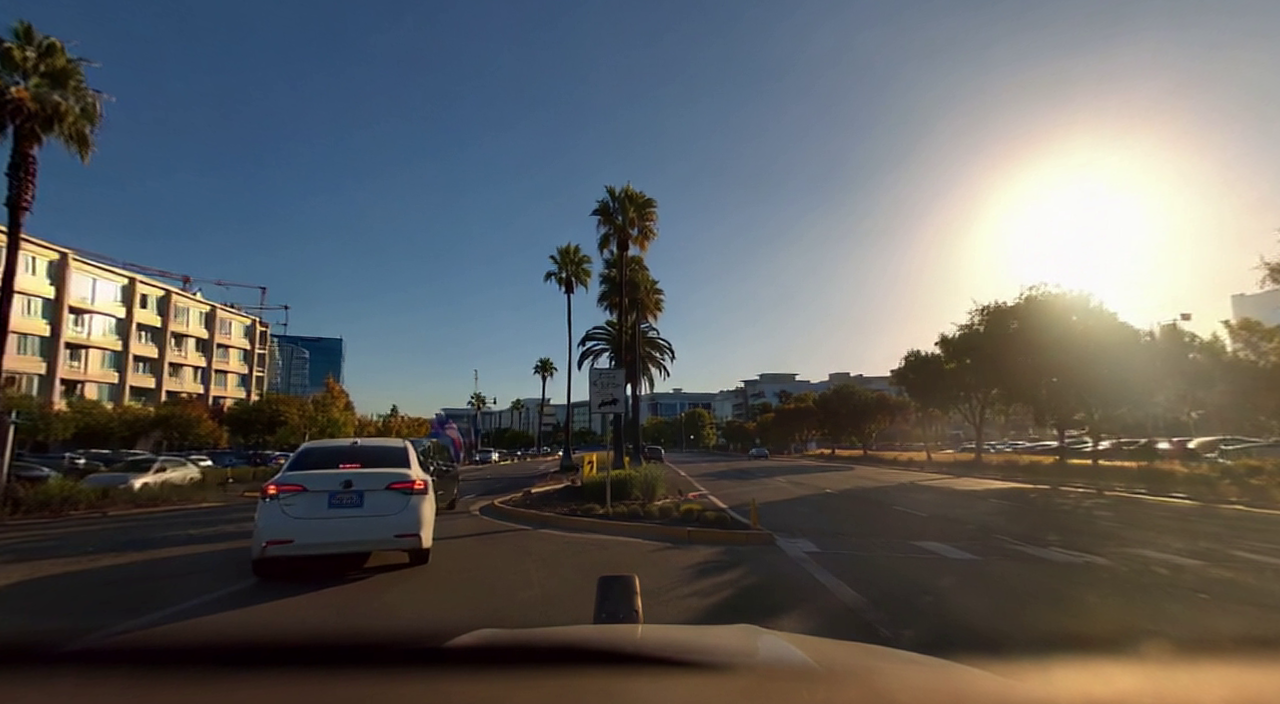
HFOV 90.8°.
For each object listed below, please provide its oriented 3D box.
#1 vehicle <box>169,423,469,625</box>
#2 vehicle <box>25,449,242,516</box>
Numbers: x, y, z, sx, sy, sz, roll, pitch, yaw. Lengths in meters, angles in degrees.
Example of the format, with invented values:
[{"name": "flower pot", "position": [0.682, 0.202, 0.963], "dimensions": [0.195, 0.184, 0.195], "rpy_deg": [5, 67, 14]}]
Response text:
[{"name": "vehicle", "position": [-3.801, 1.618, 7.035], "dimensions": [1.986, 1.473, 4.382], "rpy_deg": [7, -11, -39]}, {"name": "vehicle", "position": [-12.974, 3.324, 16.706], "dimensions": [2.099, 1.464, 4.615], "rpy_deg": [0, -9, -4]}]
